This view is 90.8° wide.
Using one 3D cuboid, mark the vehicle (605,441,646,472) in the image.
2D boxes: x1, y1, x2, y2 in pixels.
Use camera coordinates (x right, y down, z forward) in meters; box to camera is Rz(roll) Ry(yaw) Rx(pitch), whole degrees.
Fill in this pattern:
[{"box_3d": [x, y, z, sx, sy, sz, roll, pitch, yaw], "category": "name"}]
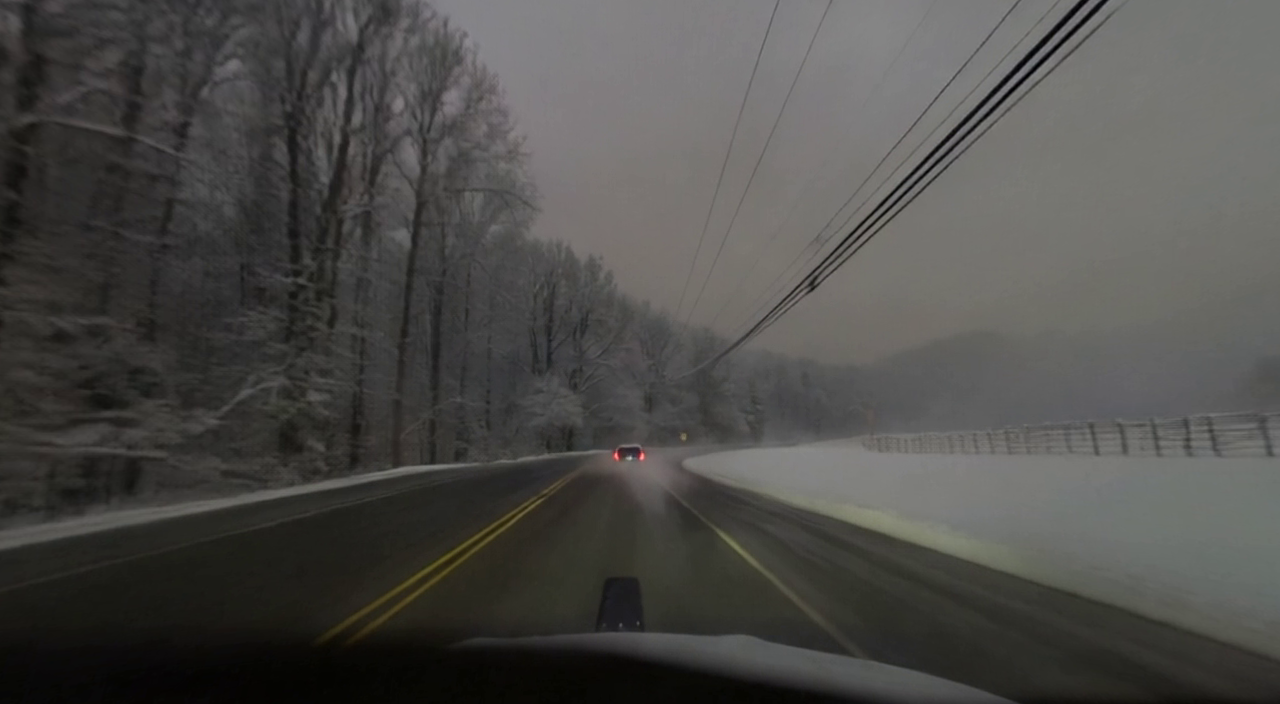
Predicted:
[{"box_3d": [-0.759, 5.638, 34.290, 2.059, 1.524, 3.963, 1, -9, 0], "category": "vehicle"}]
